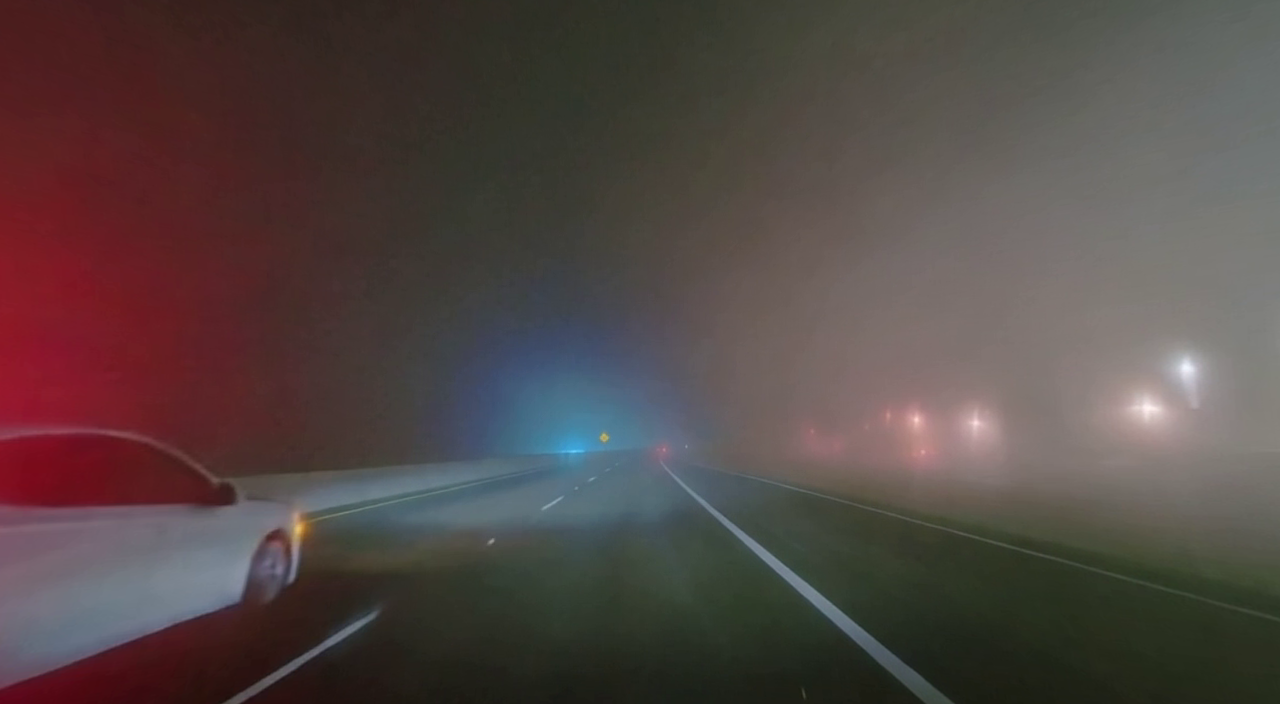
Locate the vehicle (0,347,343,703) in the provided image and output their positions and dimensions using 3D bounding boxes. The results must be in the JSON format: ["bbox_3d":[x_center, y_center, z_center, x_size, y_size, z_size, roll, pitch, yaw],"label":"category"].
[{"bbox_3d":[-3.749,0.871,2.886,2.327,1.647,4.908,0,-9,0],"label":"vehicle"}]
